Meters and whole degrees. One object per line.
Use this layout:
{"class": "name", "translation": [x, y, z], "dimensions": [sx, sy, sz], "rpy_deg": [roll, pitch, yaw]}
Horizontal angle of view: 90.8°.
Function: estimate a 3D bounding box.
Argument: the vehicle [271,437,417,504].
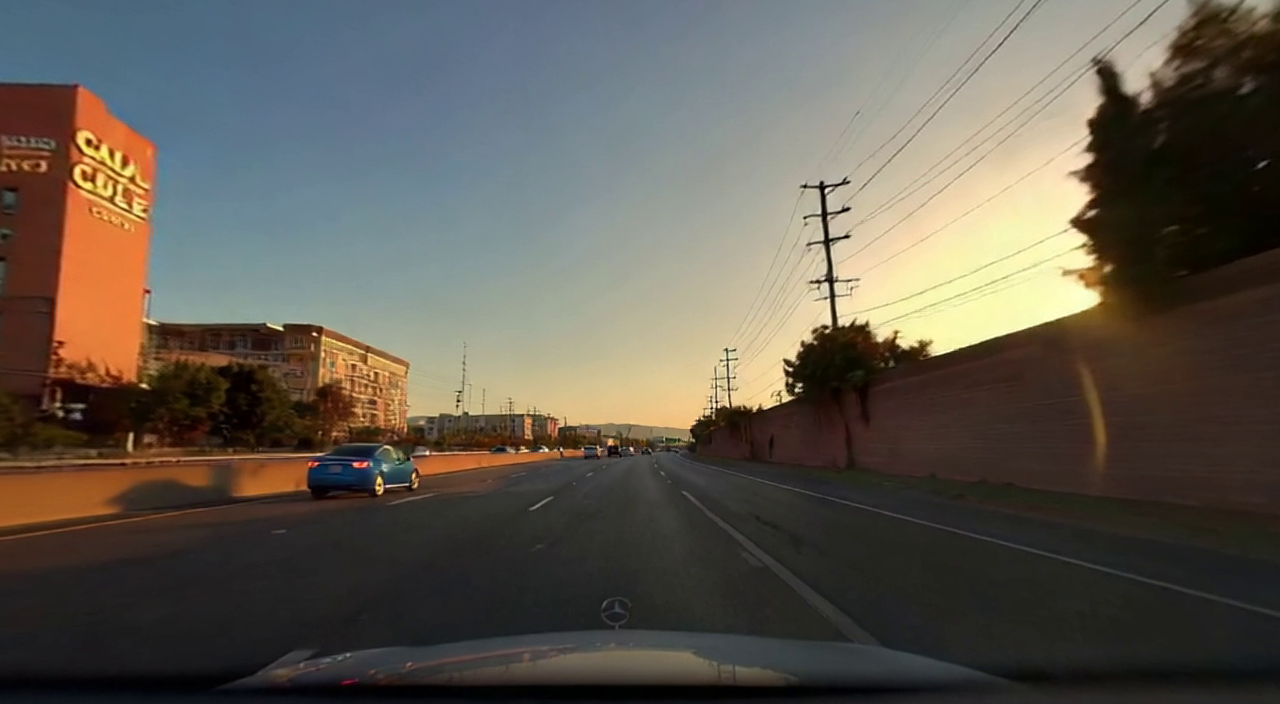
{"class": "vehicle", "translation": [-7.733, 3.101, 16.987], "dimensions": [2.013, 1.574, 3.923], "rpy_deg": [0, -8, 0]}
